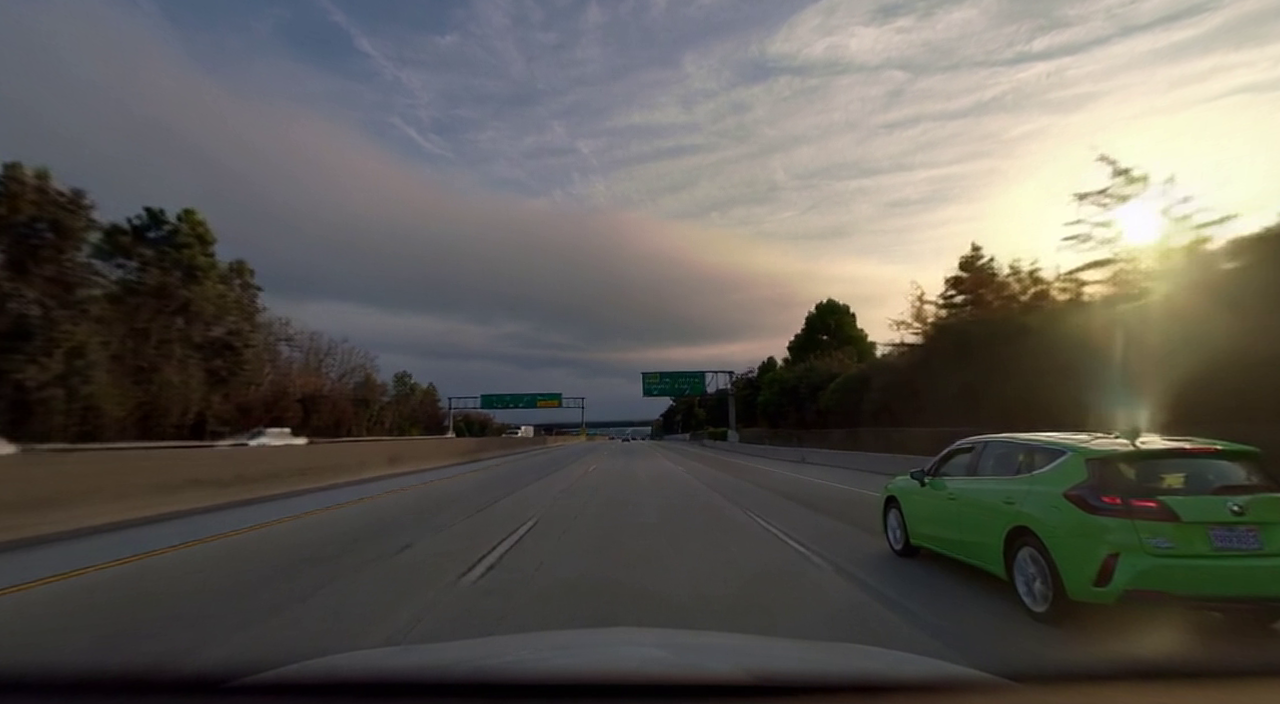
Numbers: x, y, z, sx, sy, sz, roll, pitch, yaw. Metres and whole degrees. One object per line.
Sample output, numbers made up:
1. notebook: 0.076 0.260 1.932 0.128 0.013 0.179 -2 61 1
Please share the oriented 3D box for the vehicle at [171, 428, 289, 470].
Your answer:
1. vehicle: -15.720 3.742 24.452 1.839 1.480 4.165 0 -8 -1
